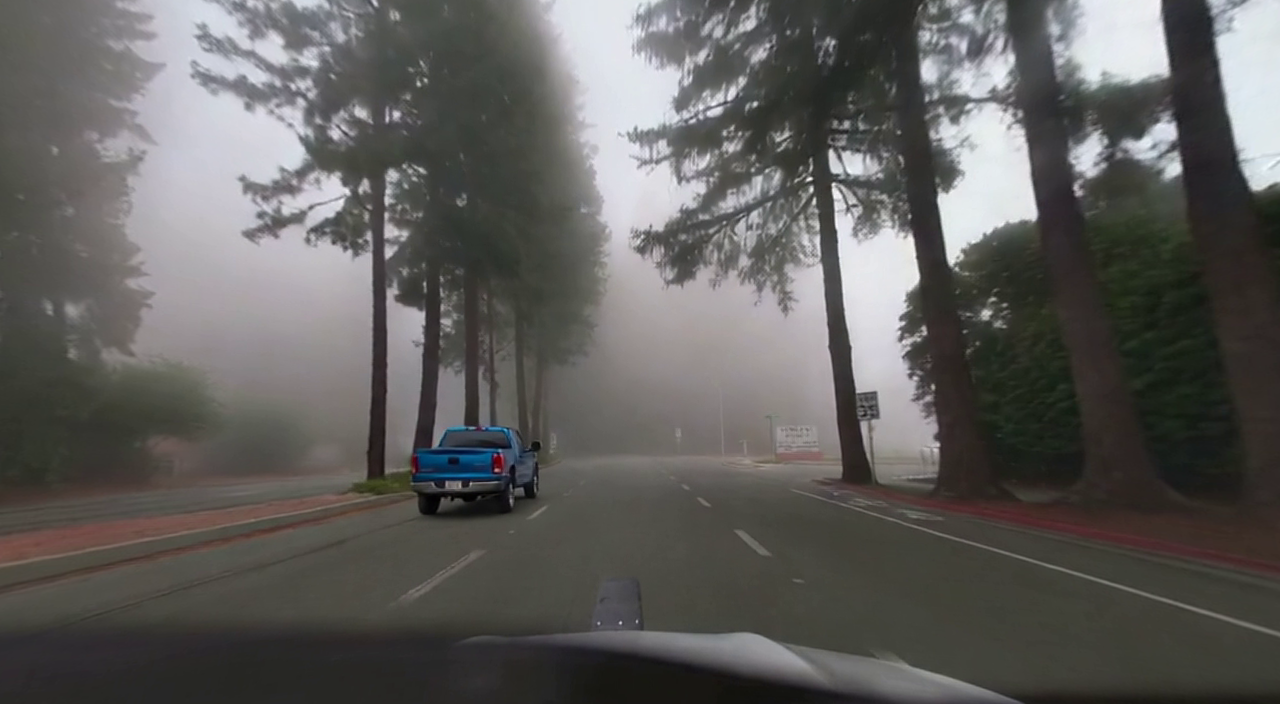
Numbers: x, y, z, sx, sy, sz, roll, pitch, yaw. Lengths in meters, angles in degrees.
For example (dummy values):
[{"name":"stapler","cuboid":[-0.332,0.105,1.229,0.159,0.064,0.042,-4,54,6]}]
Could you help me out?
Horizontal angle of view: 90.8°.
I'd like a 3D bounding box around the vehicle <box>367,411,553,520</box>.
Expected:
[{"name":"vehicle","cuboid":[-3.530,2.450,14.082,2.267,1.849,6.402,0,-9,0]}]
